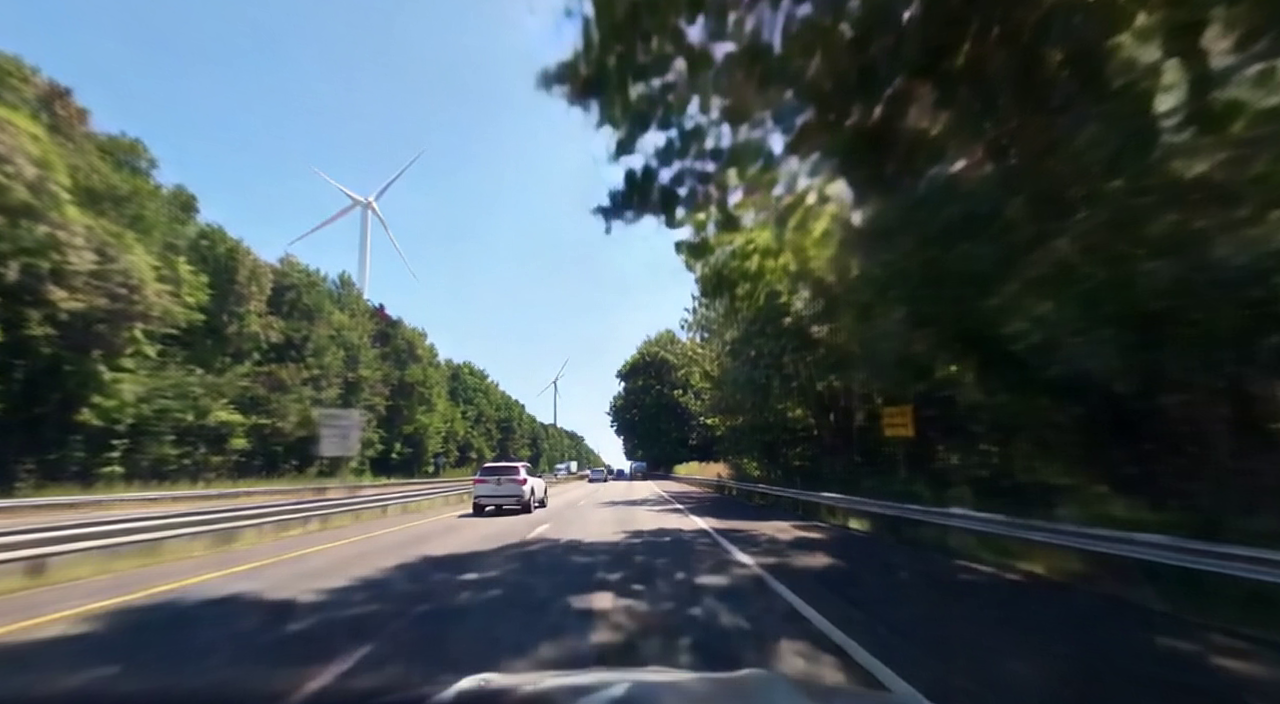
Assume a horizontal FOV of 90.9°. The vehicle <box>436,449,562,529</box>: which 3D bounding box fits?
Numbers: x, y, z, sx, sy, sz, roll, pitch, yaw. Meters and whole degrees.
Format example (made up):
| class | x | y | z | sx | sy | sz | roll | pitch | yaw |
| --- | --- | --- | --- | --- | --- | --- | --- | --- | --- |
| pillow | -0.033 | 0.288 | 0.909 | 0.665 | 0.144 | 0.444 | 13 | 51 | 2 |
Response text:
| class | x | y | z | sx | sy | sz | roll | pitch | yaw |
| --- | --- | --- | --- | --- | --- | --- | --- | --- | --- |
| vehicle | -3.364 | 3.428 | 16.101 | 2.124 | 1.705 | 4.440 | 1 | -11 | 1 |
